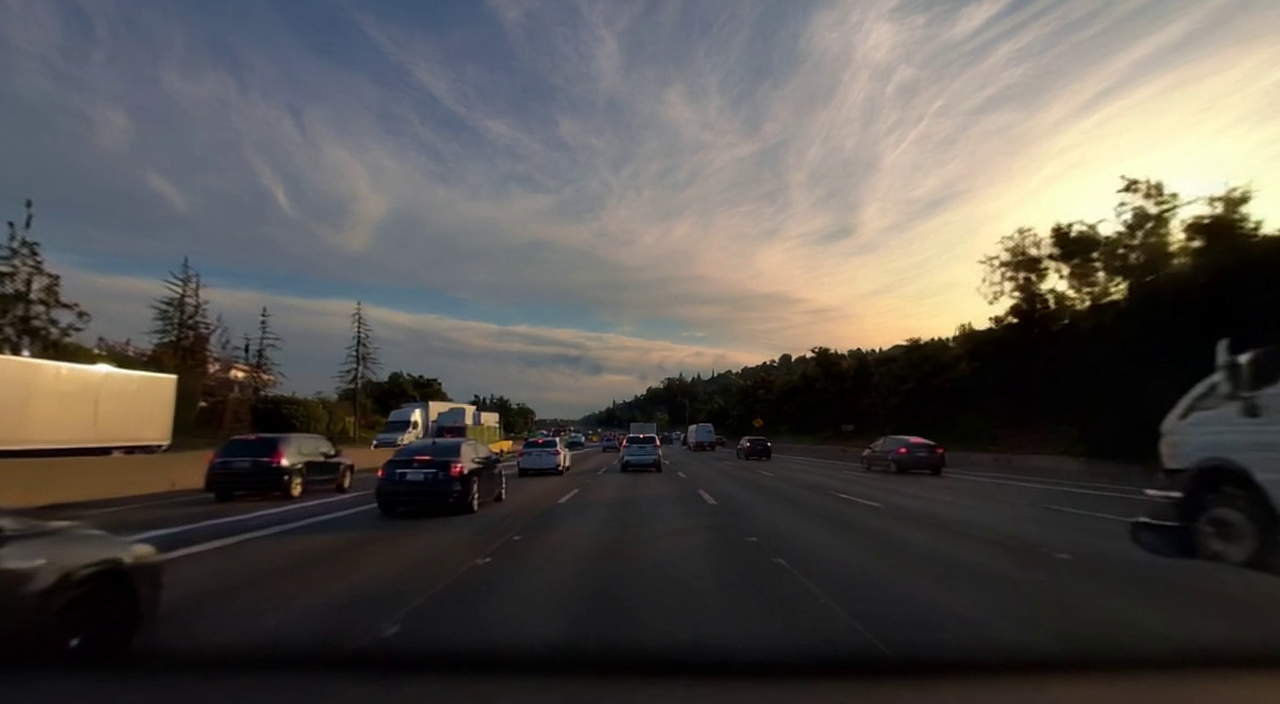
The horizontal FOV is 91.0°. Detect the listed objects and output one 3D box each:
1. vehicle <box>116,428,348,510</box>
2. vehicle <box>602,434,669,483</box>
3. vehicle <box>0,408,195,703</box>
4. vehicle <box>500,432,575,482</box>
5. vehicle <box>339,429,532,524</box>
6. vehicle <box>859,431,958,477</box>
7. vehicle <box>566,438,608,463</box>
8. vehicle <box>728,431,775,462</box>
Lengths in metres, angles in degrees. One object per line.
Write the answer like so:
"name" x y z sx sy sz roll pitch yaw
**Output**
"vehicle" -8.814 2.569 14.260 2.125 1.542 4.595 0 -9 1
"vehicle" -0.135 3.550 21.225 2.053 1.461 3.941 0 -9 0
"vehicle" -3.589 0.798 1.453 2.025 1.449 4.190 0 -9 0
"vehicle" -3.554 3.722 22.583 1.956 1.602 4.258 0 -9 0
"vehicle" -3.577 2.275 12.108 2.098 1.463 4.578 0 -9 1
"vehicle" 10.292 3.931 24.493 2.066 1.629 3.945 0 -9 -1
"vehicle" -3.177 6.032 38.607 2.062 1.459 4.365 0 -9 1
"vehicle" 6.586 5.672 37.651 1.992 1.745 4.329 0 -9 -1
